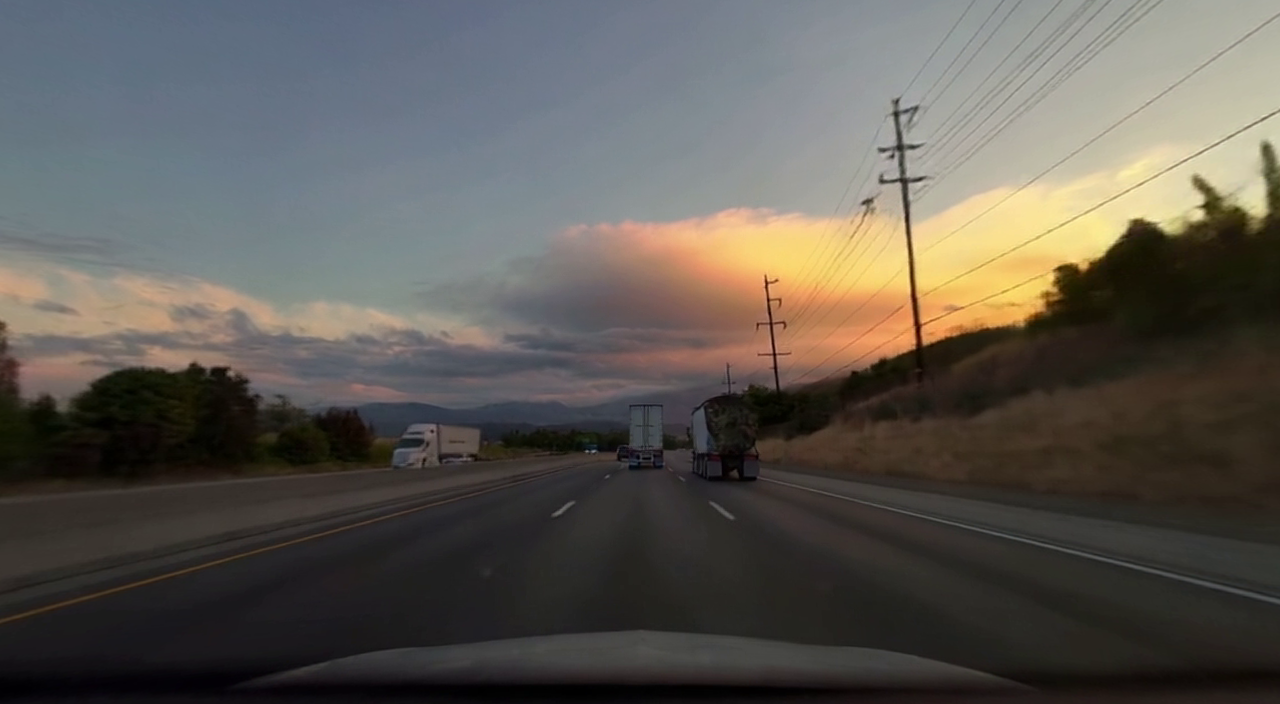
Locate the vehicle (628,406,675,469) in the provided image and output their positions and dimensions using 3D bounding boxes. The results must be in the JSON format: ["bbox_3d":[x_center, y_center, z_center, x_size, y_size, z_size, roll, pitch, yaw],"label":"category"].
[{"bbox_3d":[0.619,6.574,47.397,2.997,4.076,13.224,0,-9,-1],"label":"vehicle"}]

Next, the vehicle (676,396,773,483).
[{"bbox_3d":[3.568,4.143,29.250,2.938,3.378,8.820,0,-9,-2],"label":"vehicle"}]
